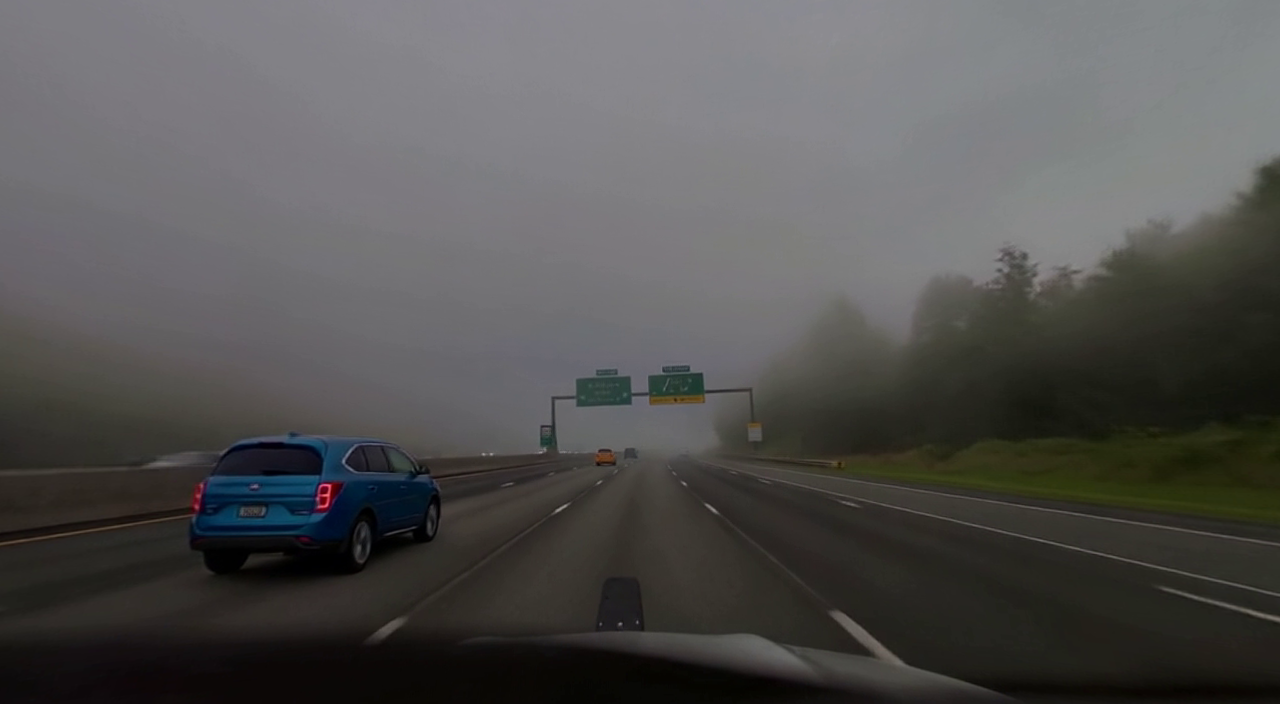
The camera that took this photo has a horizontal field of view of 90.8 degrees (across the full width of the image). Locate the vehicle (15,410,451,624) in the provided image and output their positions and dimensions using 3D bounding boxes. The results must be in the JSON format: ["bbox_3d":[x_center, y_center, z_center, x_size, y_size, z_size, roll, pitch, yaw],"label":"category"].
[{"bbox_3d":[-3.766,1.579,6.986,2.016,1.623,4.126,0,-8,1],"label":"vehicle"}]
